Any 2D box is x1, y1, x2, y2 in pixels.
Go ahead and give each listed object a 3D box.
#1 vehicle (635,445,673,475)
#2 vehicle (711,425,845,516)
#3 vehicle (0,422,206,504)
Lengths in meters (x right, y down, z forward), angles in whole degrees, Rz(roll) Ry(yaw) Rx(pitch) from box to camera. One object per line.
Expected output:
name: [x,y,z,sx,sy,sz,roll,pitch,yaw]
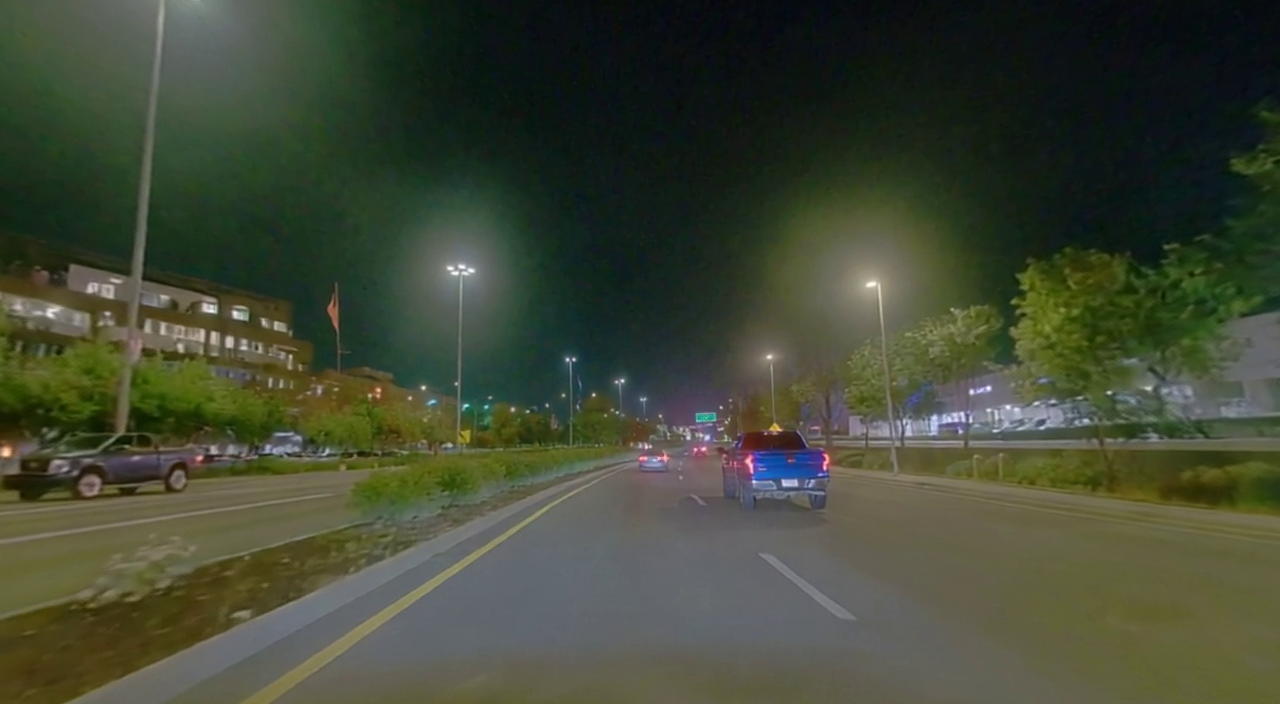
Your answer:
vehicle: [0.800,5.933,34.865,1.968,1.521,4.262,0,-8,2]
vehicle: [3.311,2.983,16.523,2.367,1.919,5.651,0,-8,1]
vehicle: [-14.376,2.833,16.575,2.154,1.806,5.096,0,-8,1]
